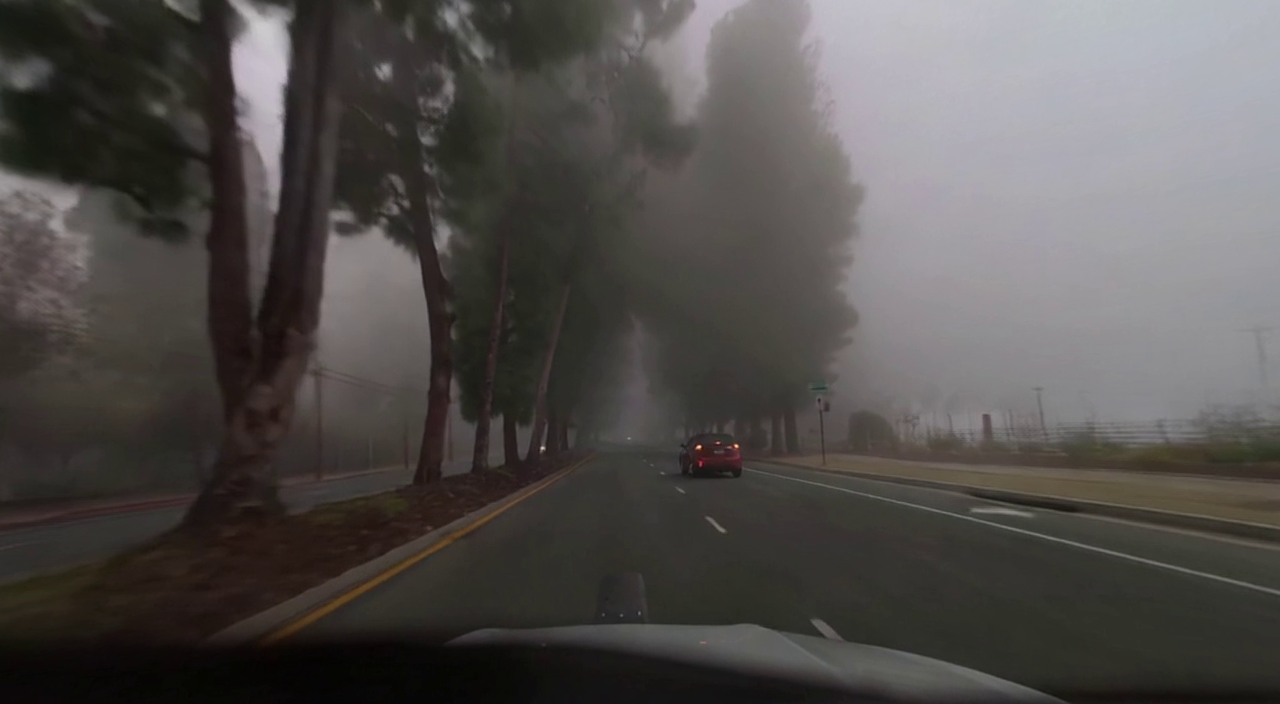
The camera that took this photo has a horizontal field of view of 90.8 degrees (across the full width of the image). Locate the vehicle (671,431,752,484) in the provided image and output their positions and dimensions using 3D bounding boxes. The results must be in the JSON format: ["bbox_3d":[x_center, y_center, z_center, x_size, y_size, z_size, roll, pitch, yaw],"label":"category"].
[{"bbox_3d":[2.210,3.427,20.884,1.985,1.529,4.316,0,-8,-2],"label":"vehicle"}]
